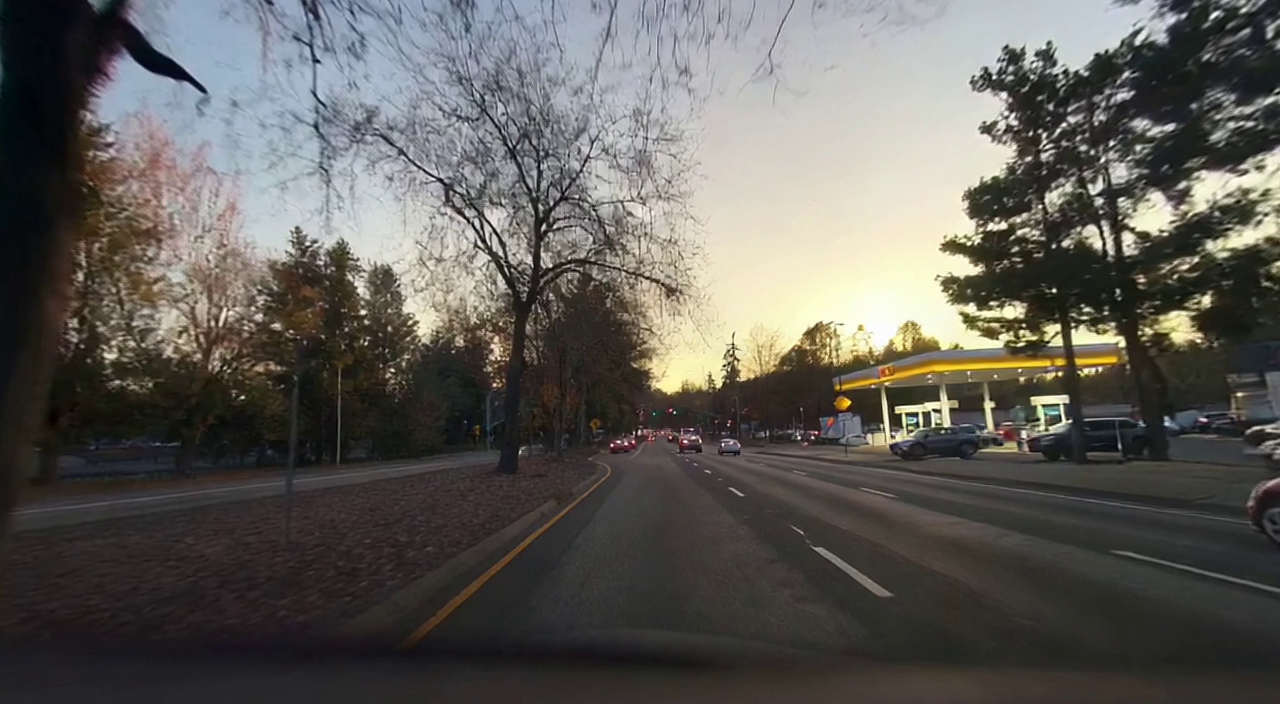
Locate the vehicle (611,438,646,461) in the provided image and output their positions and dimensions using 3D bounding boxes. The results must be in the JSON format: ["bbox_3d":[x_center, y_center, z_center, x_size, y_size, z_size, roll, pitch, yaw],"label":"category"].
[{"bbox_3d":[-0.861,6.633,43.100,2.032,1.461,4.173,1,-9,-6],"label":"vehicle"}]

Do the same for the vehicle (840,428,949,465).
[{"bbox_3d":[13.014,4.915,32.638,4.960,1.802,2.068,-3,-9,17],"label":"vehicle"}]

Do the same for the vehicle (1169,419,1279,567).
[{"bbox_3d":[7.373,1.241,5.224,1.880,1.472,4.694,0,-9,0],"label":"vehicle"}]

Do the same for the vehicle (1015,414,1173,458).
[{"bbox_3d":[21.705,4.130,30.545,5.770,1.976,2.347,-5,-10,26],"label":"vehicle"}]

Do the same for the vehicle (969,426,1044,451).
[{"bbox_3d":[24.806,5.900,42.813,4.079,1.632,1.961,-4,-9,23],"label":"vehicle"}]
